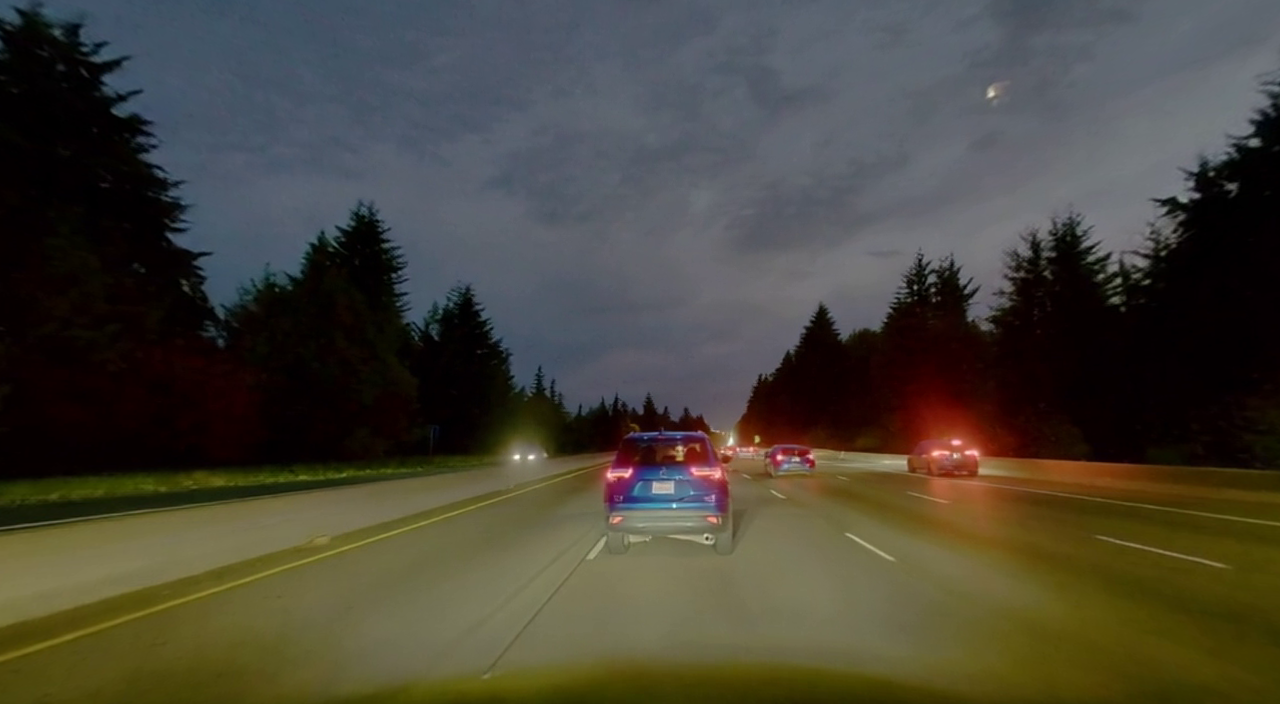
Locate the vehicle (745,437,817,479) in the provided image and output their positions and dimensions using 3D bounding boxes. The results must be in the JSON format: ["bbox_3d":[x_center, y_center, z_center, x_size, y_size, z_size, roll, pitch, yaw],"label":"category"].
[{"bbox_3d":[5.300,4.026,24.218,1.962,1.442,4.536,-1,-8,3],"label":"vehicle"}]

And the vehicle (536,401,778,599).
[{"bbox_3d":[0.269,1.533,7.388,2.021,1.635,4.085,-1,-8,4],"label":"vehicle"}]

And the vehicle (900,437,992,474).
[{"bbox_3d":[13.189,4.472,27.467,1.990,1.478,4.475,-1,-8,4],"label":"vehicle"}]
